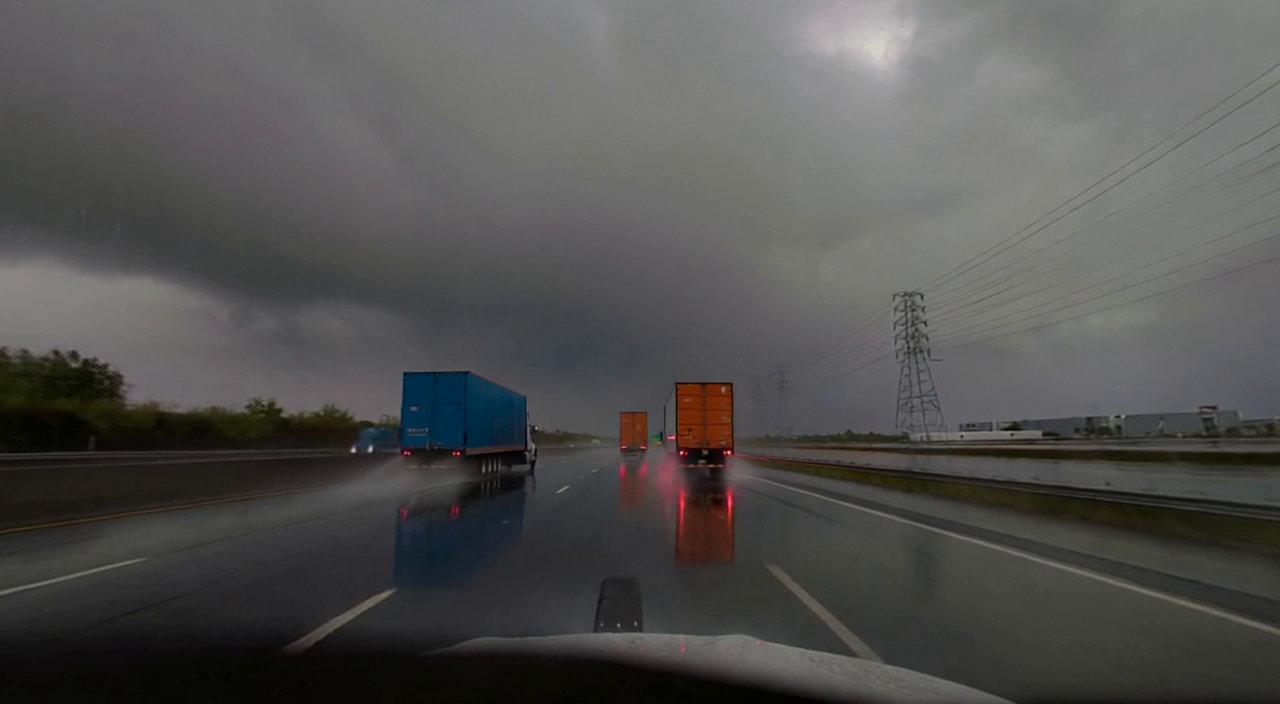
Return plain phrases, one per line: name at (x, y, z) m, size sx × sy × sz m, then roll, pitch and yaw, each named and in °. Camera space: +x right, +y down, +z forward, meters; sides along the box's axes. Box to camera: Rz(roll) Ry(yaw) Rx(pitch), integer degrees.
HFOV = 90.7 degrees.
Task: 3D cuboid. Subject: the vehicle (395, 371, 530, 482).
vehicle at (-7.389, 3.509, 28.497) m, size 2.937 × 3.981 × 11.119 m, roll 0°, pitch -8°, yaw -1°
